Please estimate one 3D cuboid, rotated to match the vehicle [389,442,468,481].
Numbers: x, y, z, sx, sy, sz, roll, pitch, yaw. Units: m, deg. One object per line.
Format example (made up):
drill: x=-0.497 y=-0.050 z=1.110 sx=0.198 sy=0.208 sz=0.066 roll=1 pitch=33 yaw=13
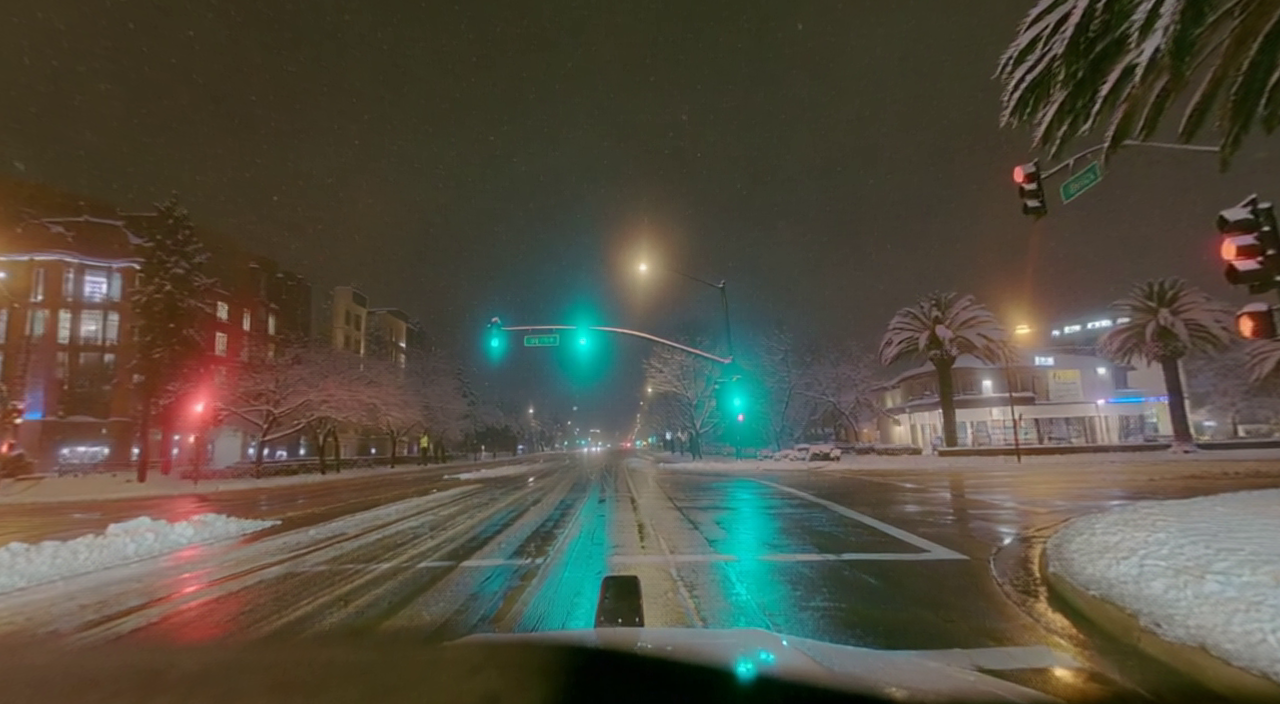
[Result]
vehicle: x=-10.740 y=5.583 z=32.374 sx=2.270 sy=1.833 sz=4.860 roll=0 pitch=-9 yaw=1
